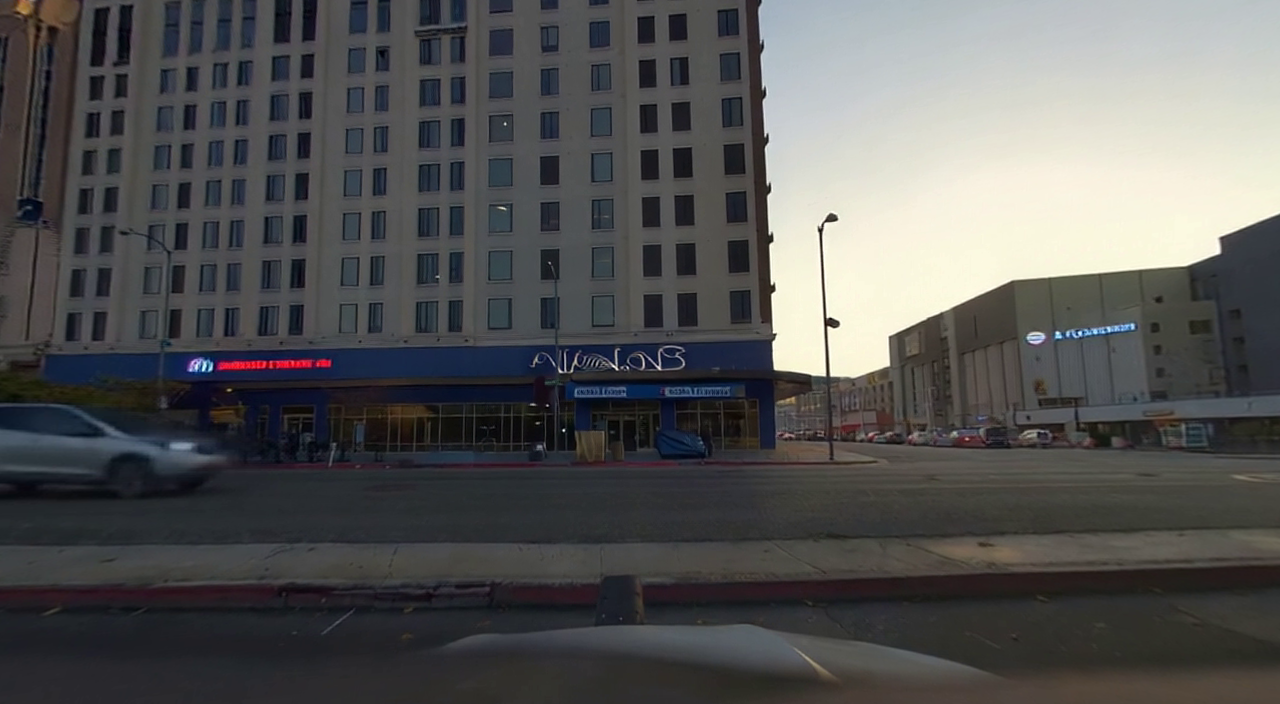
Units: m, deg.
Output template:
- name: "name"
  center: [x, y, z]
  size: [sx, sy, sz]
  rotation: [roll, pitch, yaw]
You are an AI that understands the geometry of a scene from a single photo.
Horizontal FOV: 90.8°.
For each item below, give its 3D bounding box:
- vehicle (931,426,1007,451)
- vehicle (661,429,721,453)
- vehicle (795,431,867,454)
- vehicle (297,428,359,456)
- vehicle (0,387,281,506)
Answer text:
- name: "vehicle"
  center: [25.400, 6.709, 48.832]
  size: [4.838, 1.799, 1.914]
  rotation: [-7, -11, 38]
- name: "vehicle"
  center: [3.341, 6.000, 42.437]
  size: [1.812, 1.468, 4.519]
  rotation: [5, -10, -28]
- name: "vehicle"
  center: [12.735, 6.054, 42.349]
  size: [1.791, 1.453, 4.593]
  rotation: [5, -10, -29]
- name: "vehicle"
  center: [-20.274, 5.834, 40.981]
  size: [4.596, 1.680, 1.936]
  rotation: [-7, -11, 41]
- name: "vehicle"
  center: [-9.052, 1.533, 10.593]
  size: [4.735, 1.779, 2.051]
  rotation: [1, -6, -6]
